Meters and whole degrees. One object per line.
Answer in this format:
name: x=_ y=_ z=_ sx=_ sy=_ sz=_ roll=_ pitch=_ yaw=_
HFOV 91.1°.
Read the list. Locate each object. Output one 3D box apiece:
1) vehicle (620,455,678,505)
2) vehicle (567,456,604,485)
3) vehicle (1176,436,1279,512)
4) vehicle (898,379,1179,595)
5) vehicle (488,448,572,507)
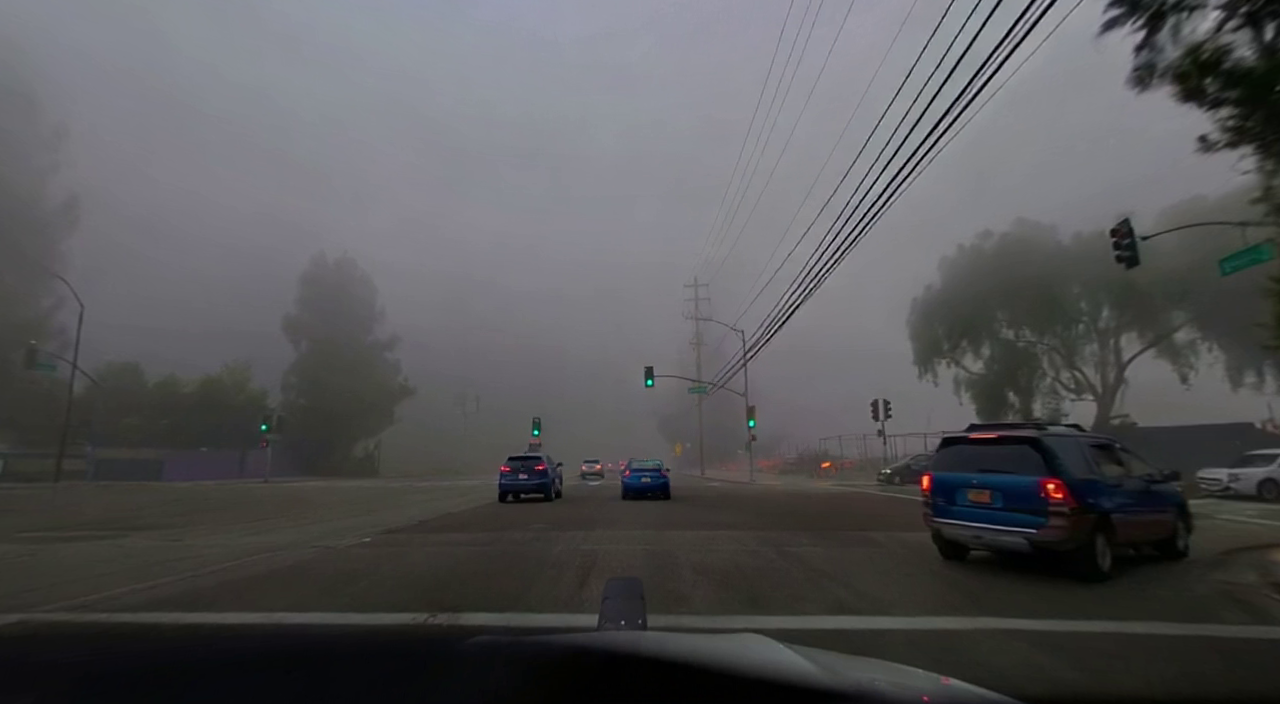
vehicle: x=0.336 y=4.880 z=24.341 sx=2.059 sy=1.691 sz=3.980 roll=0 pitch=-9 yaw=0
vehicle: x=-3.524 y=7.751 z=41.456 sx=1.910 sy=1.713 sz=4.786 roll=0 pitch=-9 yaw=1
vehicle: x=16.904 y=3.080 z=16.237 sx=4.512 sy=1.767 sz=1.980 roll=1 pitch=-9 yaw=-8
vehicle: x=5.293 y=1.794 z=9.397 sx=2.458 sy=2.149 sz=5.577 roll=-4 pitch=-9 yaw=22
vehicle: x=-3.700 y=4.314 z=22.065 sx=2.078 sy=1.804 sz=4.387 roll=0 pitch=-9 yaw=1
